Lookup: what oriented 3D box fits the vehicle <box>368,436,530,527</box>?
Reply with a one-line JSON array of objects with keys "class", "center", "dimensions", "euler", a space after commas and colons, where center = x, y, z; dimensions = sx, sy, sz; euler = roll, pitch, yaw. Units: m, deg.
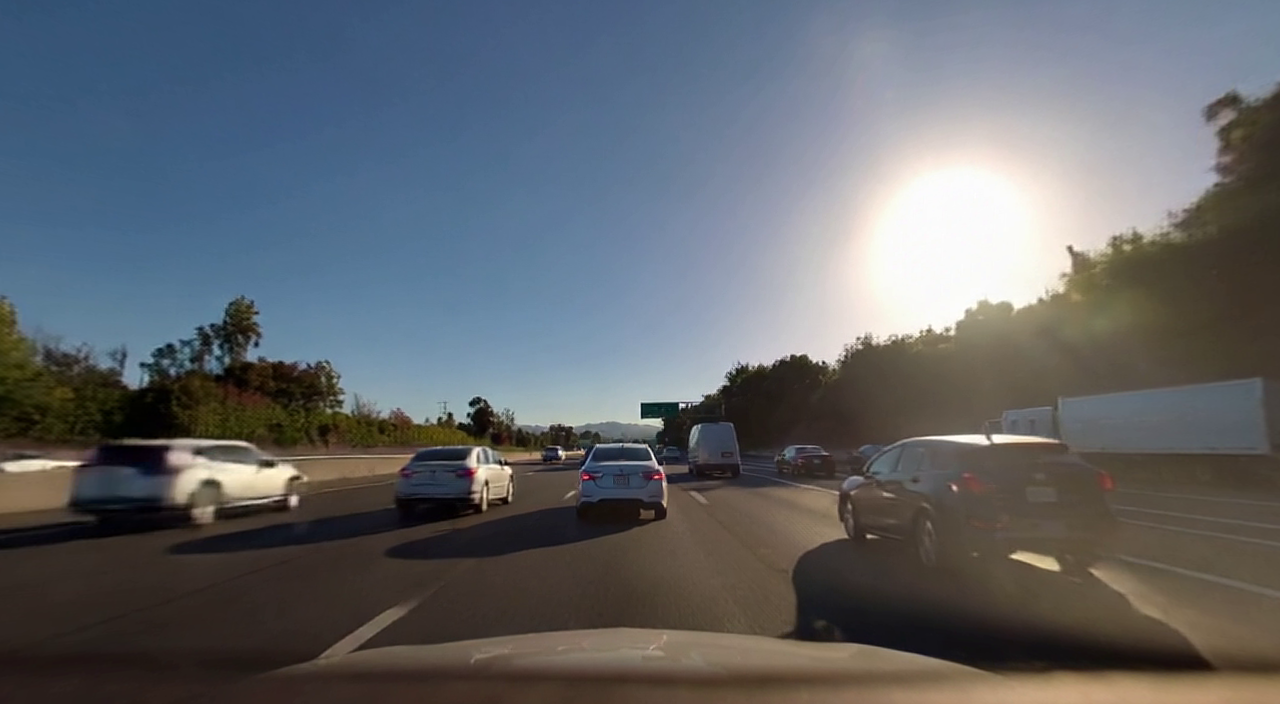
[{"class": "vehicle", "center": [-3.688, 2.576, 13.099], "dimensions": [1.926, 1.542, 4.329], "euler": [0, -9, 1]}]

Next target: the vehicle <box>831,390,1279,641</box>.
[{"class": "vehicle", "center": [3.596, 1.413, 6.344], "dimensions": [2.053, 1.666, 4.106], "euler": [0, -9, 0]}]

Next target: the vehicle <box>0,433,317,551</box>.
[{"class": "vehicle", "center": [-7.929, 2.251, 10.910], "dimensions": [2.032, 1.549, 4.850], "euler": [0, -9, 1]}]

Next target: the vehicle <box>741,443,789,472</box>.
[{"class": "vehicle", "center": [7.598, 6.495, 38.794], "dimensions": [2.055, 1.650, 4.241], "euler": [0, -9, -1]}]

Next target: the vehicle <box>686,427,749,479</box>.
[{"class": "vehicle", "center": [3.689, 4.991, 31.108], "dimensions": [2.440, 2.313, 5.266], "euler": [0, -9, 0]}]

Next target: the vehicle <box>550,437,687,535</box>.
[{"class": "vehicle", "center": [-0.300, 2.401, 11.892], "dimensions": [2.132, 1.499, 4.038], "euler": [0, -9, 1]}]

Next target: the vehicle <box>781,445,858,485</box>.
[{"class": "vehicle", "center": [7.400, 4.690, 26.413], "dimensions": [1.942, 1.482, 4.250], "euler": [0, -9, -1]}]
